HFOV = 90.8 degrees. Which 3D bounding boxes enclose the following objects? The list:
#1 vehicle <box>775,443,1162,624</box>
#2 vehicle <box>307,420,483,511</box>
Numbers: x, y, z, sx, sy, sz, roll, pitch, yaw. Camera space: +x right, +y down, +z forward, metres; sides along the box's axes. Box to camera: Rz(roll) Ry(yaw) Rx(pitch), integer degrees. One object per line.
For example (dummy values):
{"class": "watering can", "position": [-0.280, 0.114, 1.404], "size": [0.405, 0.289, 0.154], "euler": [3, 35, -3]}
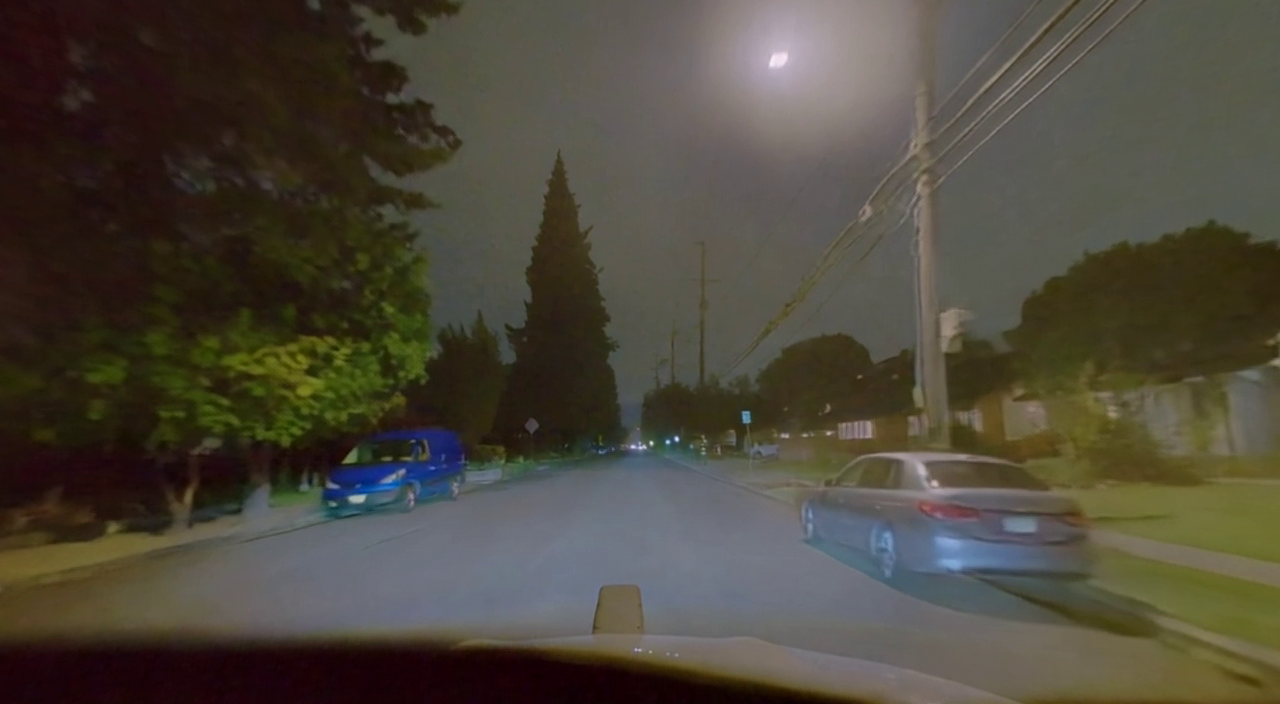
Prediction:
{"class": "vehicle", "position": [3.190, 1.829, 7.474], "size": [1.944, 1.439, 4.500], "euler": [1, -9, -4]}
{"class": "vehicle", "position": [-5.892, 2.830, 16.115], "size": [2.263, 1.915, 5.071], "euler": [-1, -9, 2]}
